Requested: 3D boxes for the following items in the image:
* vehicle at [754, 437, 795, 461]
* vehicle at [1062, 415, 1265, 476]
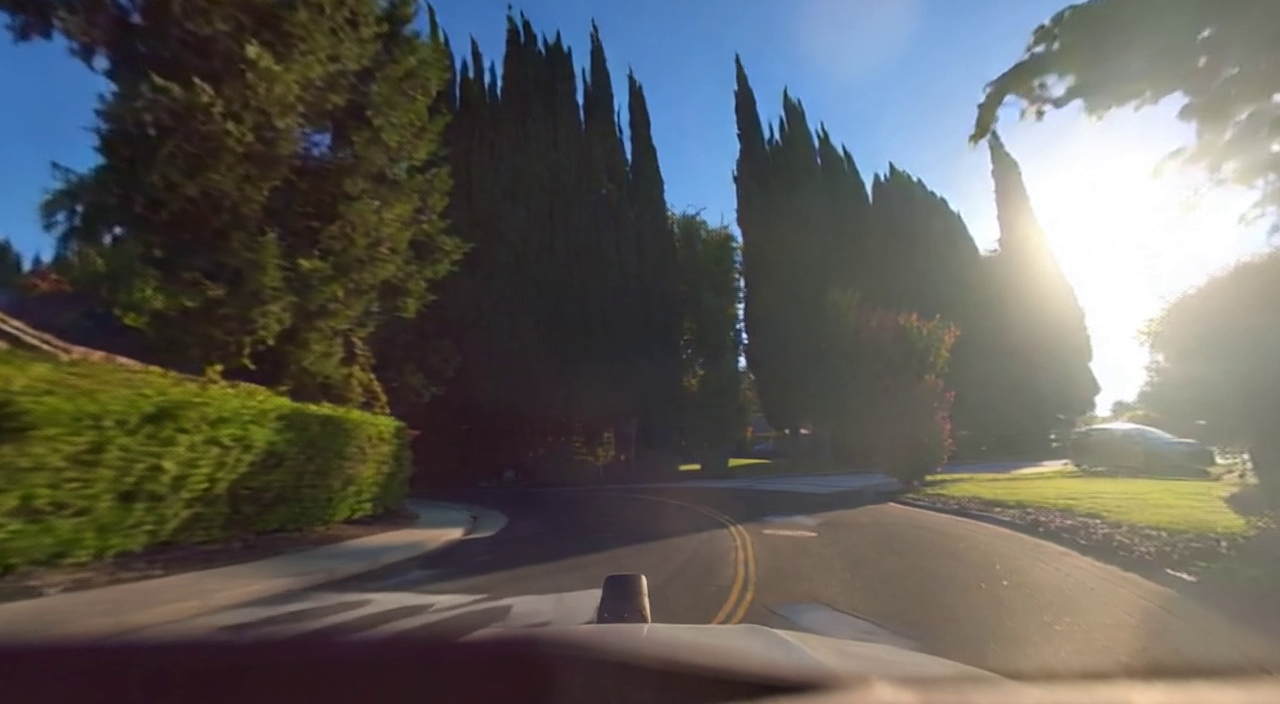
[{"bbox_3d":[9.487,6.846,44.693,1.802,1.548,3.501,3,-8,-7],"label":"vehicle"},{"bbox_3d":[16.791,3.071,20.673,2.023,1.756,4.799,2,-9,-10],"label":"vehicle"}]
